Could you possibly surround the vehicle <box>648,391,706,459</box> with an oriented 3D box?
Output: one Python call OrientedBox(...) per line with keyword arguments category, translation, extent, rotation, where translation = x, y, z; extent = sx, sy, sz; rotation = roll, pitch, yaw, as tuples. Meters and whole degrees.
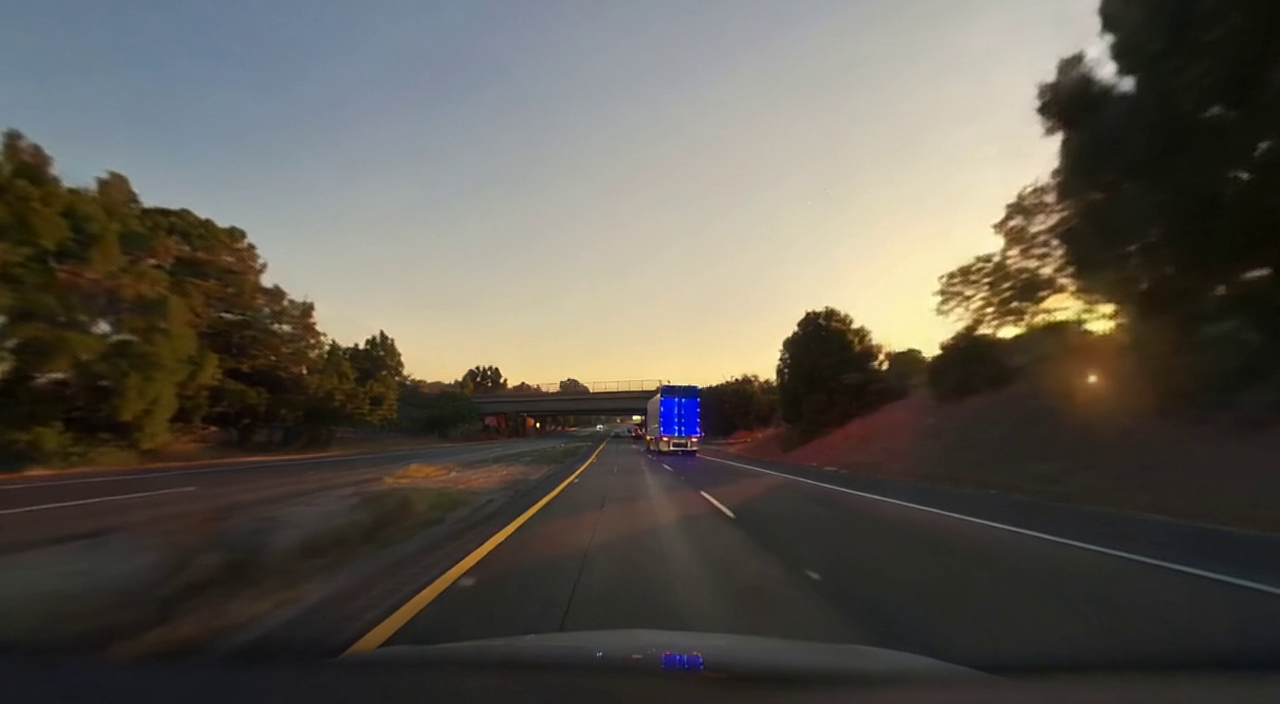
OrientedBox(category="vehicle", translation=(2.184, 4.785, 40.723), extent=(2.949, 3.877, 8.528), rotation=(1, -8, -2))
